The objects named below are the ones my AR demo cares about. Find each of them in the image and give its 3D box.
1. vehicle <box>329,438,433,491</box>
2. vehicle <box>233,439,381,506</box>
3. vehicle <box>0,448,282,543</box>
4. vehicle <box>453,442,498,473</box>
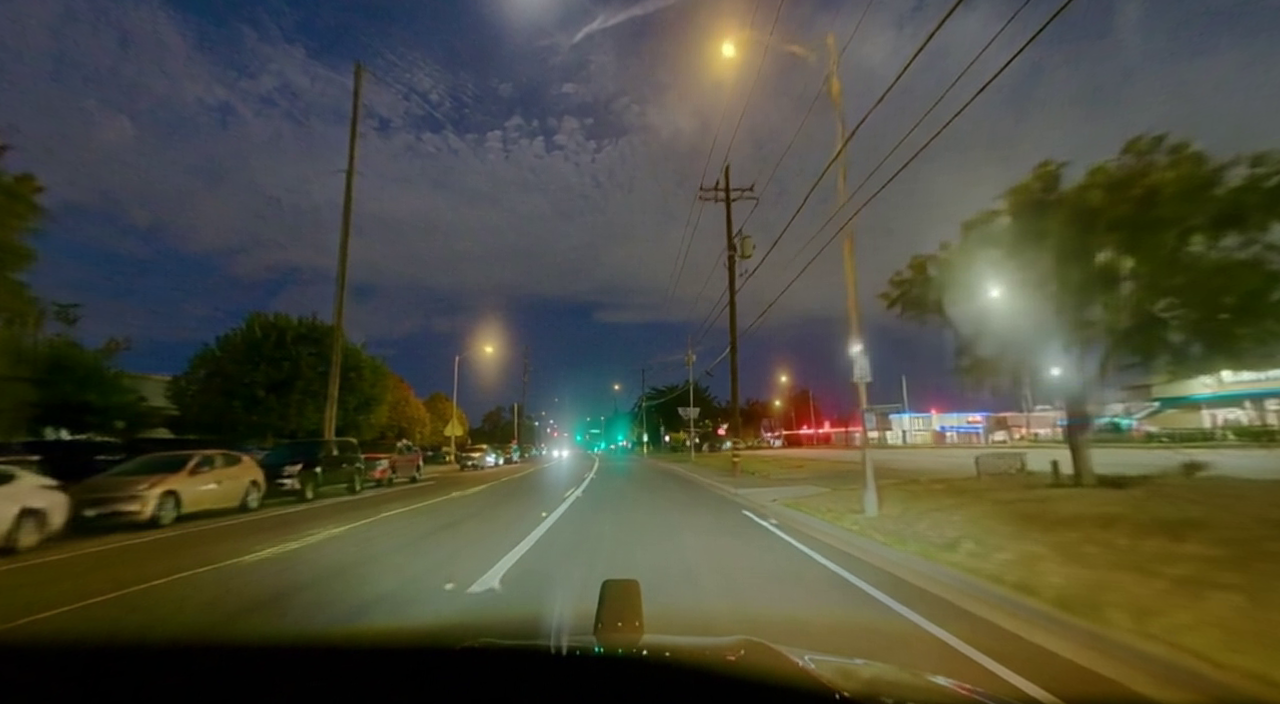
[{"bbox_3d":[-9.725,4.258,24.265,1.983,1.799,5.276,0,-9,-3],"label":"vehicle"},{"bbox_3d":[-9.592,3.475,18.726,2.027,1.719,4.575,0,-9,-3],"label":"vehicle"},{"bbox_3d":[-9.248,2.639,12.383,1.878,1.471,4.698,0,-9,-2],"label":"vehicle"},{"bbox_3d":[-10.678,6.845,41.326,2.016,1.872,5.297,1,-9,-6],"label":"vehicle"}]
